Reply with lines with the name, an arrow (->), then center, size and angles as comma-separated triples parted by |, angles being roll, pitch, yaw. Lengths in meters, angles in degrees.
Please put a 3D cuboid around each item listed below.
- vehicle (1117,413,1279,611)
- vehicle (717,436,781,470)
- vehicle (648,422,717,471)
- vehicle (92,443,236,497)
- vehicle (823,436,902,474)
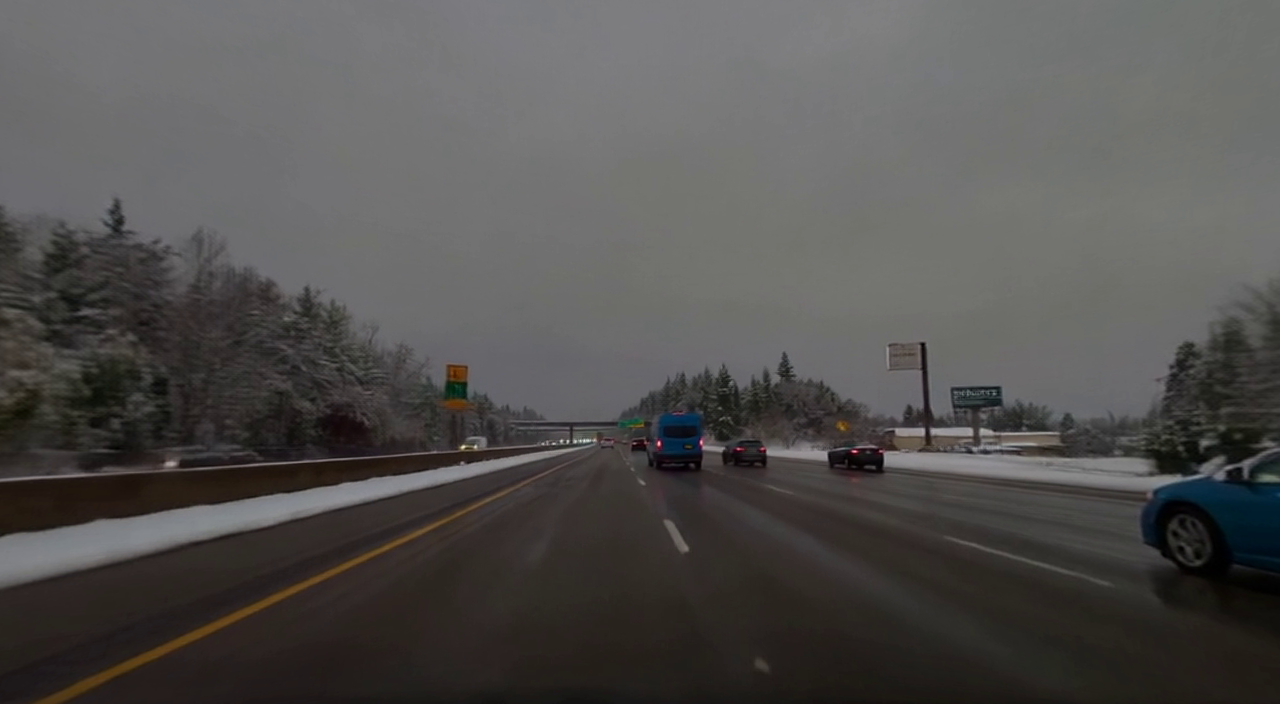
vehicle -> 5.991, 1.100, 3.916 | 2.003, 1.517, 4.936 | 0, -8, -2
vehicle -> 5.071, 4.756, 29.751 | 2.099, 1.510, 3.784 | 0, -8, -4
vehicle -> 1.834, 4.424, 29.539 | 2.546, 2.087, 5.404 | 0, -8, -4
vehicle -> -15.620, 3.849, 20.895 | 1.870, 1.513, 3.866 | -3, -8, -2
vehicle -> 9.439, 4.358, 26.903 | 1.874, 1.496, 3.586 | 0, -8, -3
